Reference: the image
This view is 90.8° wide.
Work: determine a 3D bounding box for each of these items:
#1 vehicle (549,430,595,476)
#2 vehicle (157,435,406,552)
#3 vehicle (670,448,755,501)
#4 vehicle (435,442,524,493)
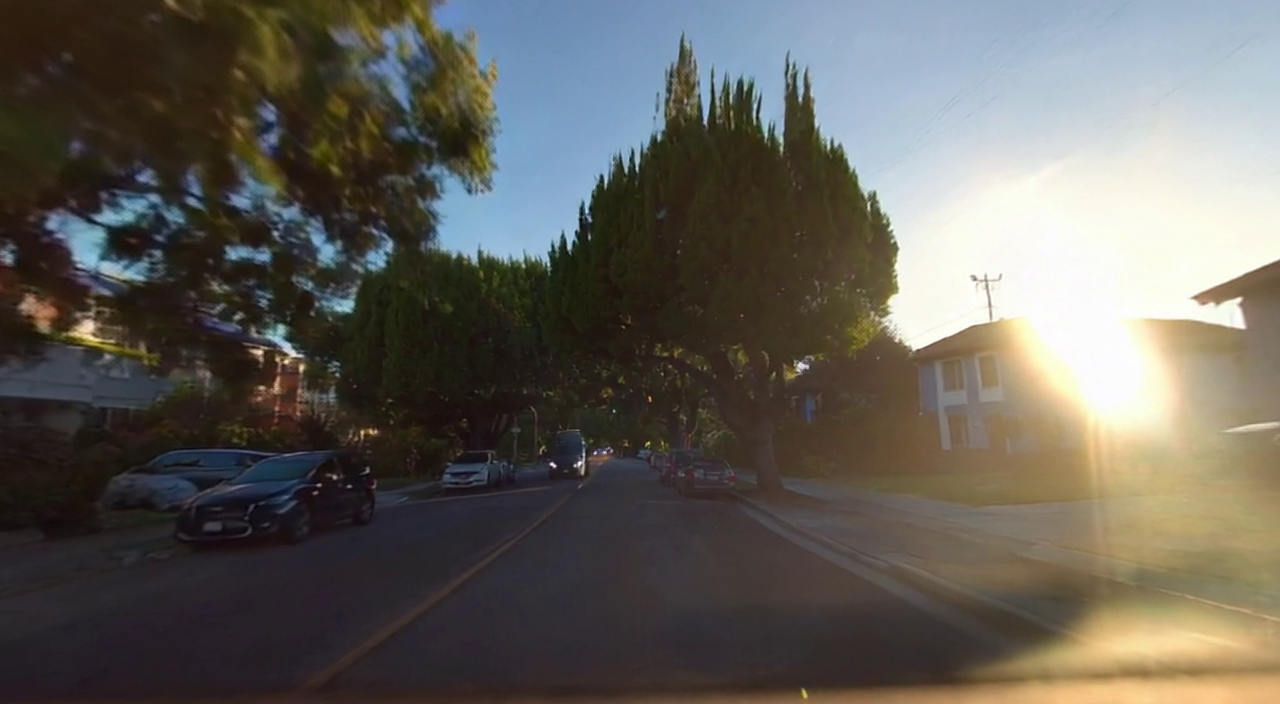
[{"bbox_3d":[-4.377,6.647,41.714,2.469,2.819,6.393,0,-9,-2],"label":"vehicle"},{"bbox_3d":[-6.150,2.444,11.628,2.033,1.721,4.328,0,-9,0],"label":"vehicle"},{"bbox_3d":[2.179,3.841,20.243,1.996,1.516,4.122,0,-9,-4],"label":"vehicle"},{"bbox_3d":[-6.512,4.736,26.349,2.265,1.876,5.371,0,-9,0],"label":"vehicle"}]
